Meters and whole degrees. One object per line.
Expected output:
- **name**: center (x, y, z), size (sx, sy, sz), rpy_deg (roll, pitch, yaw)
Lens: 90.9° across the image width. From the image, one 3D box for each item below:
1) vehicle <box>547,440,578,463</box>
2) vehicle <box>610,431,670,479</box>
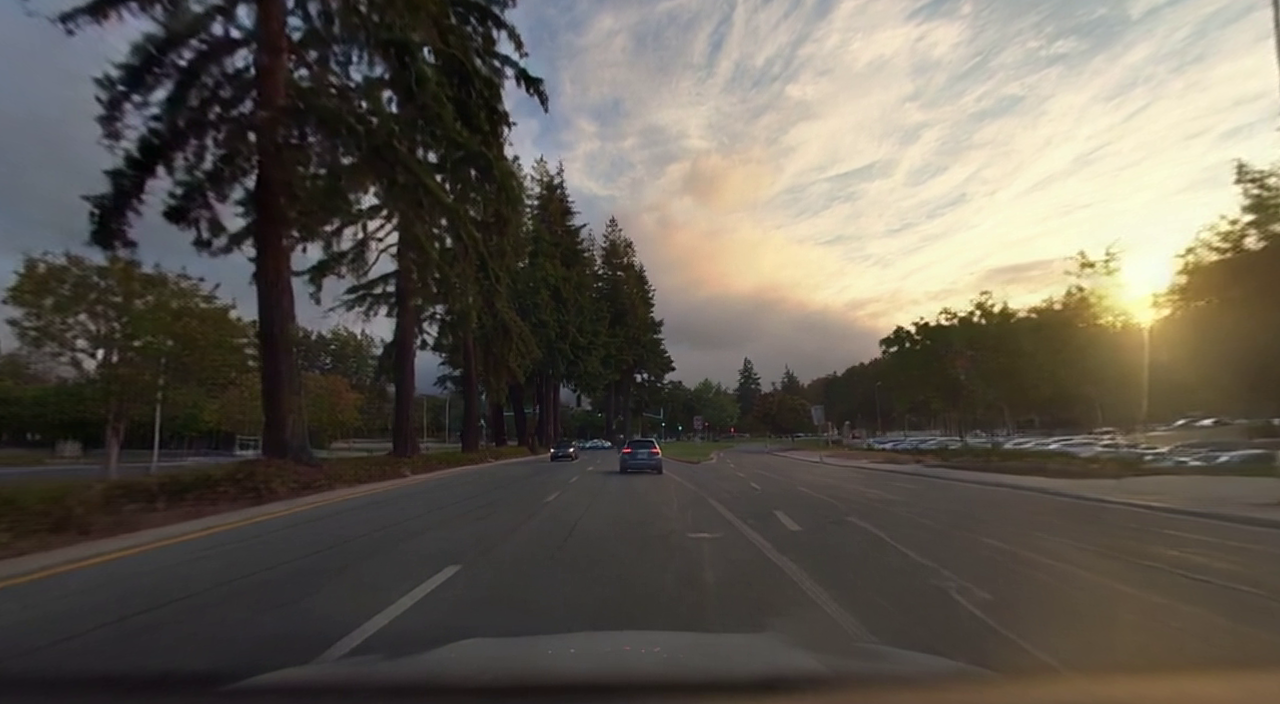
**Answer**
- **vehicle**: center (-5.473, 7.068, 44.901), size (1.950, 1.563, 3.727), rpy_deg (0, -9, -3)
- **vehicle**: center (-0.046, 3.960, 24.372), size (2.135, 1.691, 3.884), rpy_deg (0, -9, -1)
